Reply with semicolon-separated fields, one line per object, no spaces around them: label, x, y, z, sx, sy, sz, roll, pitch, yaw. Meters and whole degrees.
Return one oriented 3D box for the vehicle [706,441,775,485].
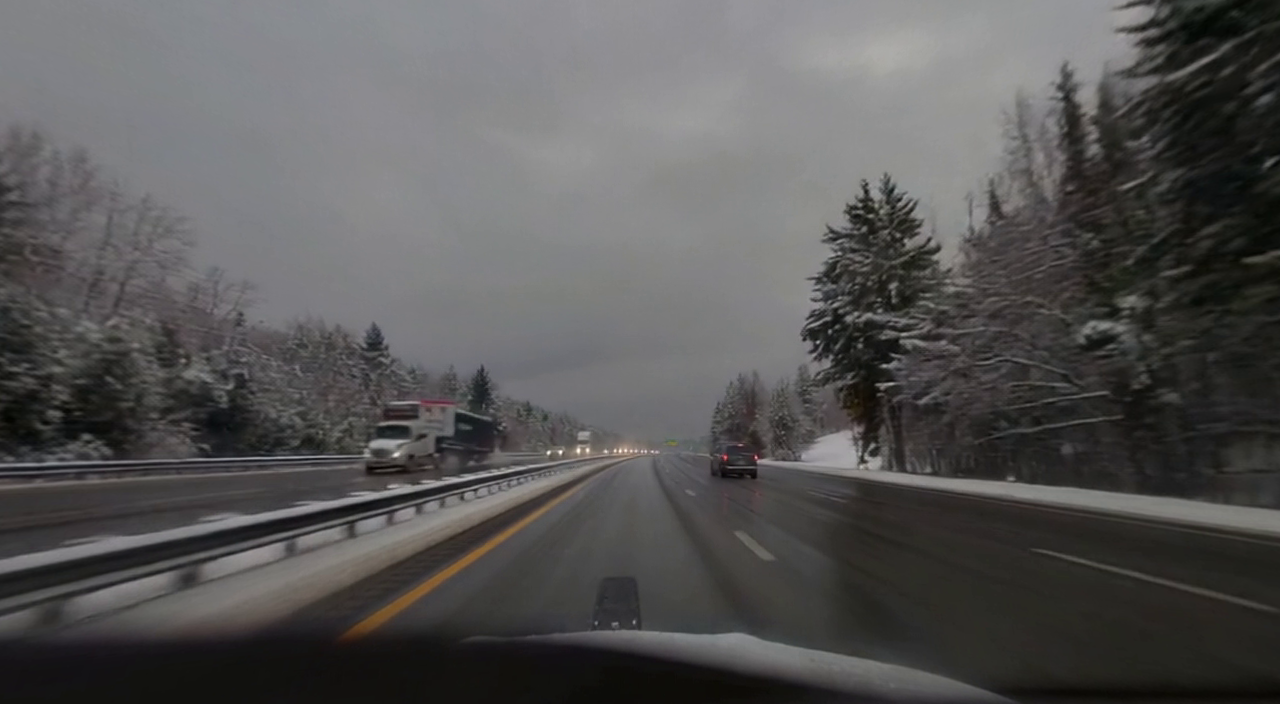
vehicle;4.111;4.658;26.530;2.089;1.660;4.729;0;-9;-1

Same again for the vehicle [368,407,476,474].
vehicle;-13.250;5.615;39.331;3.064;3.642;9.893;0;-9;1
